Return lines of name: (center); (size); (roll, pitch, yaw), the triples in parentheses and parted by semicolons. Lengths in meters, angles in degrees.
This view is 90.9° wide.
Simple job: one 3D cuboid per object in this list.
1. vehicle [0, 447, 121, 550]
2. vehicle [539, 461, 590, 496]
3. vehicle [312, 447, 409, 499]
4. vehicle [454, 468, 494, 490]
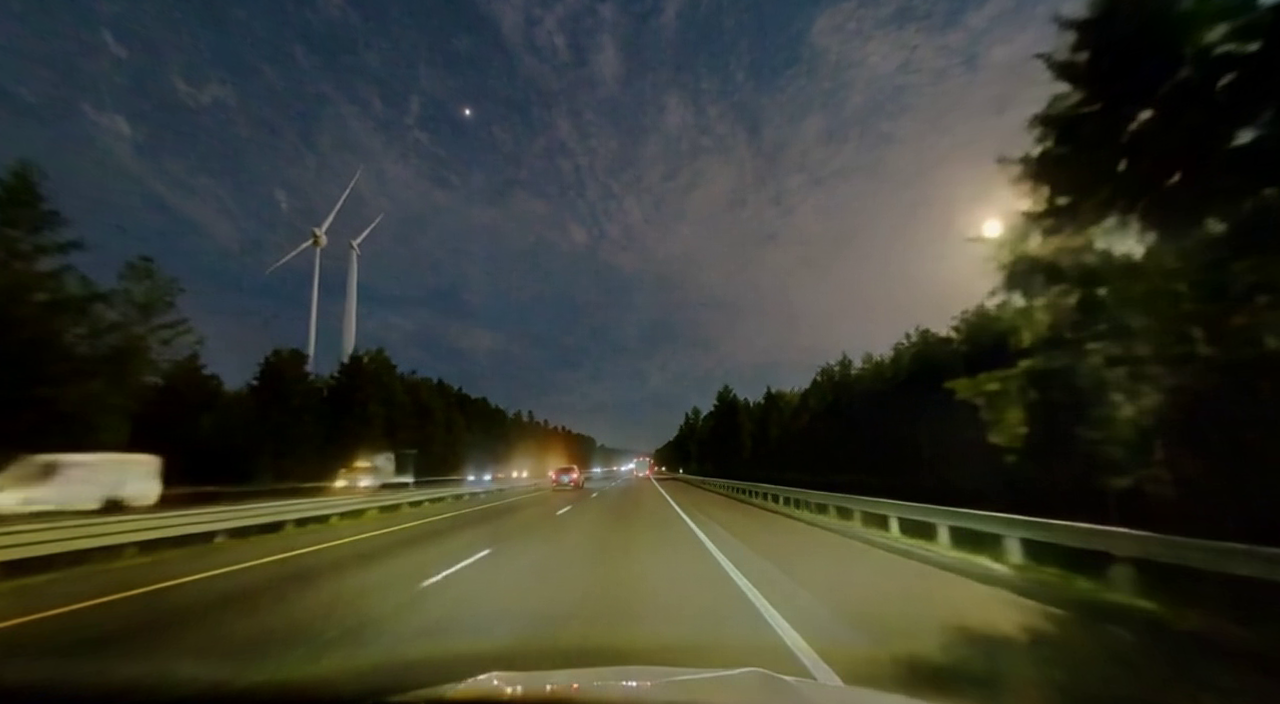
vehicle: (-12.488, 2.589, 11.178); (2.064, 1.818, 5.180); (1, -11, 0)
vehicle: (-3.975, 6.742, 33.793); (2.124, 1.705, 4.440); (0, -11, 1)
vehicle: (-16.486, 7.252, 37.879); (2.254, 2.753, 7.758); (1, -11, 0)
vehicle: (-12.405, 9.525, 47.418); (1.844, 1.561, 4.103); (1, -11, 0)
